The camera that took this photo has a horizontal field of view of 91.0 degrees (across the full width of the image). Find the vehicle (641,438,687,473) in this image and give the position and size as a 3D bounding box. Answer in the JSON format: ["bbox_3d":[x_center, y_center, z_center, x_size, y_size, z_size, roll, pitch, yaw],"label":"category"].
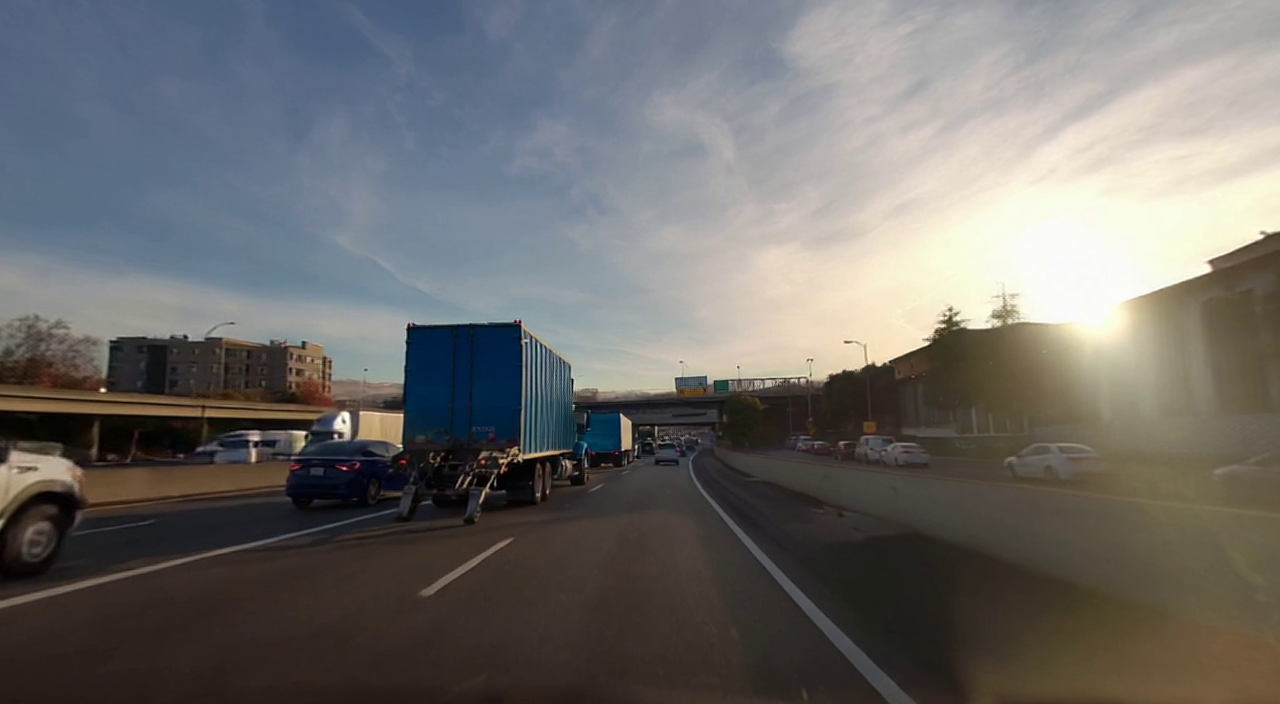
[{"bbox_3d":[1.230,5.208,31.958,2.178,1.640,4.071,-1,-9,3],"label":"vehicle"}]

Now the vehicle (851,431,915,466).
[{"bbox_3d":[15.684,6.289,41.095,2.241,2.052,5.864,-1,-9,5],"label":"vehicle"}]

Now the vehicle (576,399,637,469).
[{"bbox_3d":[-1.923,5.366,40.514,3.073,3.894,9.782,-1,-9,2],"label":"vehicle"}]

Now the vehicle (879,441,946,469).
[{"bbox_3d":[15.187,5.757,35.389,1.859,1.452,4.749,-1,-9,4],"label":"vehicle"}]

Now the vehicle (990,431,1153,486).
[{"bbox_3d":[14.286,3.559,21.307,2.237,1.656,4.676,0,-9,1],"label":"vehicle"}]

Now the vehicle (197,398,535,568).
[{"bbox_3d":[-3.271,1.664,8.588,2.896,1.779,3.441,0,-9,3],"label":"vehicle"}]

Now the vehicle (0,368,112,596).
[{"bbox_3d":[-6.736,0.913,4.005,2.323,1.959,5.038,0,-9,0],"label":"vehicle"}]
